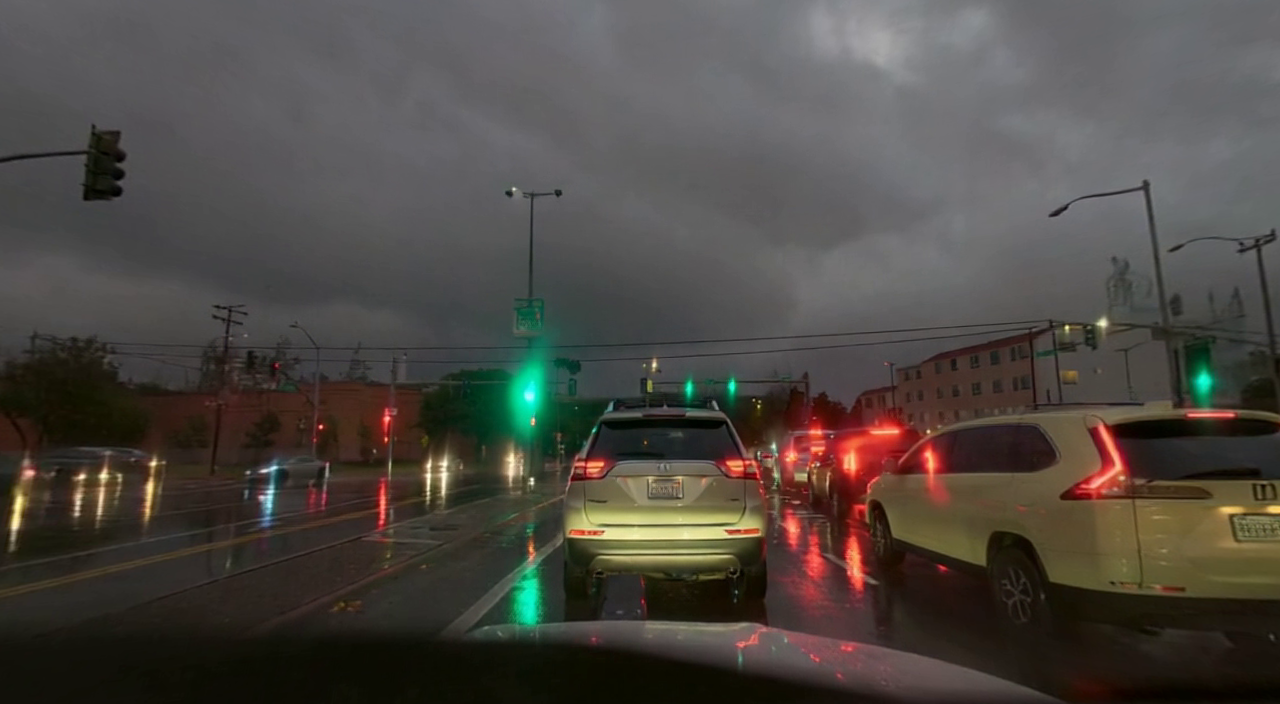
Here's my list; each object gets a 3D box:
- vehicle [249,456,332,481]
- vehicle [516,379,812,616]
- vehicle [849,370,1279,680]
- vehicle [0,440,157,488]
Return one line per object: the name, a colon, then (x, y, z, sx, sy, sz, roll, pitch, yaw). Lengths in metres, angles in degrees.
vehicle: (-21.977, 7.300, 39.773, 4.255, 1.444, 1.864, 6, -11, -37)
vehicle: (0.229, 1.465, 7.209, 2.292, 1.840, 4.394, 0, -9, 1)
vehicle: (3.562, 1.270, 5.689, 2.018, 1.701, 4.288, 0, -9, 2)
vehicle: (-24.575, 4.842, 27.542, 5.062, 1.946, 2.243, 0, -9, -1)
